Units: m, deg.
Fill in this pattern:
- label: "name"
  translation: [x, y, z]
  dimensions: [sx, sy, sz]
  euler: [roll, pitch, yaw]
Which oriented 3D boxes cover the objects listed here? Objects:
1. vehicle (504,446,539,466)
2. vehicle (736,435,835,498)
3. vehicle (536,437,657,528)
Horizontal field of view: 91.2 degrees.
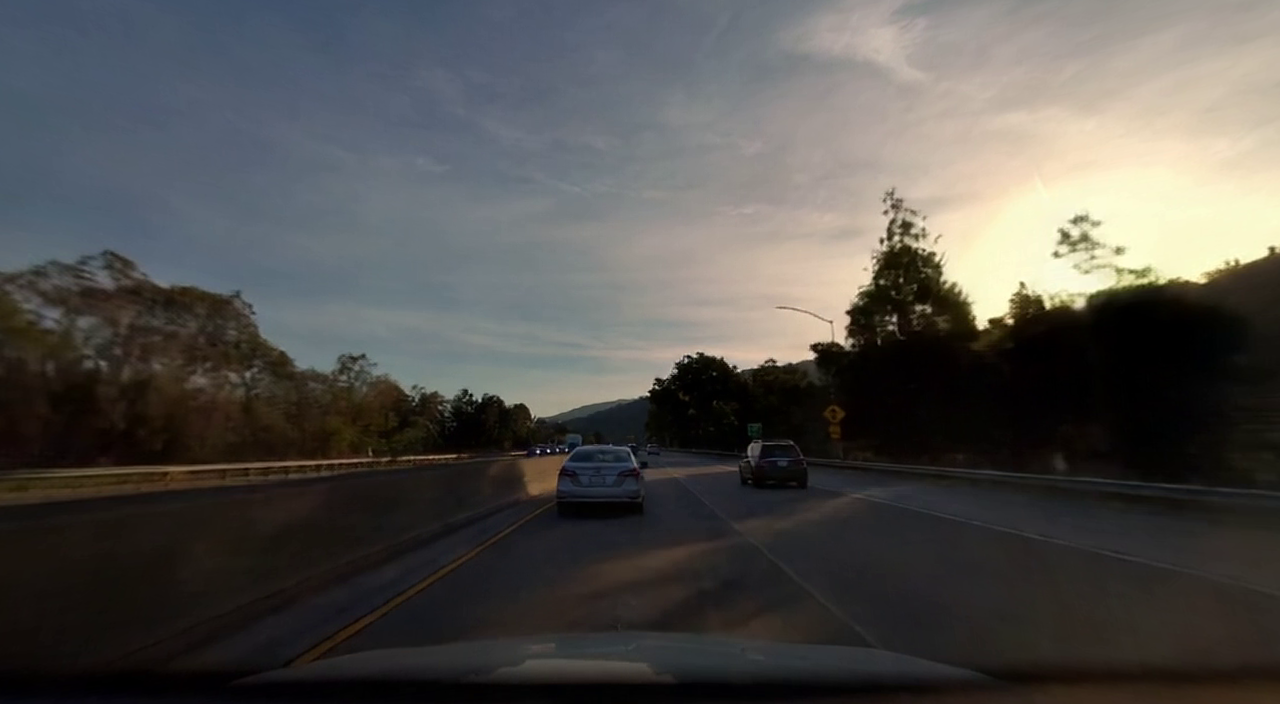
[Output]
- label: "vehicle"
  translation: [-9.205, 8.135, 48.954]
  dimensions: [1.840, 1.474, 4.203]
  euler: [0, -9, 0]
- label: "vehicle"
  translation: [3.962, 3.190, 17.737]
  dimensions: [1.910, 1.554, 3.718]
  euler: [0, -9, 0]
- label: "vehicle"
  translation: [-0.708, 2.497, 12.522]
  dimensions: [2.013, 1.479, 4.169]
  euler: [0, -9, 0]
